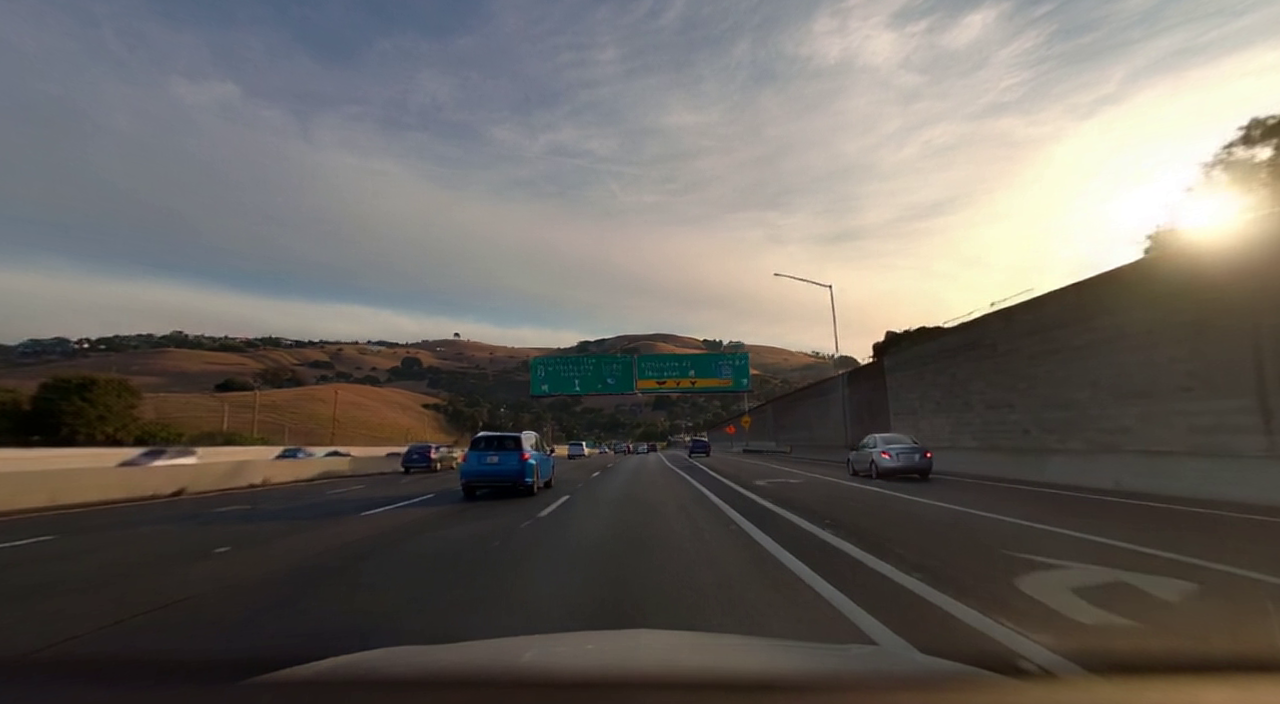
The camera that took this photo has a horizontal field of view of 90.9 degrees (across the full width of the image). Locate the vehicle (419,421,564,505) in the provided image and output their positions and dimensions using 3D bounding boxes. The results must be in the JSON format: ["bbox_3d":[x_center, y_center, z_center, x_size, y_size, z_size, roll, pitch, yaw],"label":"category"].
[{"bbox_3d":[-3.385,2.676,15.666,2.210,1.730,5.133,-1,-8,2],"label":"vehicle"}]

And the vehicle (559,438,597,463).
[{"bbox_3d":[-4.500,7.214,46.325,2.076,1.730,4.537,-1,-8,3],"label":"vehicle"}]

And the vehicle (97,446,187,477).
[{"bbox_3d":[-27.073,5.941,34.464,1.705,1.520,3.769,-1,-8,2],"label":"vehicle"}]

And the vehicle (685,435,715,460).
[{"bbox_3d":[4.668,7.487,49.346,2.172,1.824,5.031,-1,-8,4],"label":"vehicle"}]

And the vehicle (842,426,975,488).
[{"bbox_3d":[7.988,3.171,19.333,2.122,1.646,4.491,0,-8,0],"label":"vehicle"}]
